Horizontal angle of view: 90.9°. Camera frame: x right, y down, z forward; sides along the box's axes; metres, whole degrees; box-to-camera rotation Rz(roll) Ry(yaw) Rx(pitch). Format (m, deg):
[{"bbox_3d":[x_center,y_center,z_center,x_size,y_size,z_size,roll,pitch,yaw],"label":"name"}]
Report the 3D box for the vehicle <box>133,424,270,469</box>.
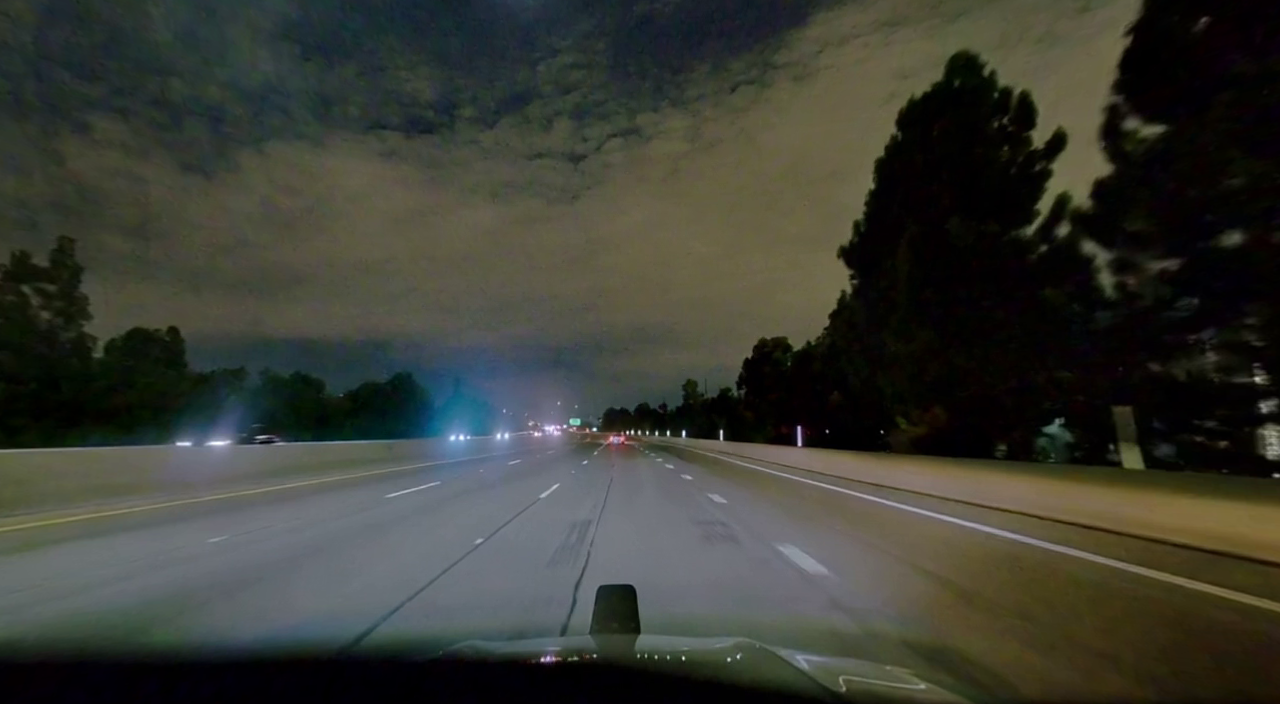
[{"bbox_3d":[-16.110,3.480,23.490,1.977,1.519,4.429,0,-8,-1],"label":"vehicle"}]
